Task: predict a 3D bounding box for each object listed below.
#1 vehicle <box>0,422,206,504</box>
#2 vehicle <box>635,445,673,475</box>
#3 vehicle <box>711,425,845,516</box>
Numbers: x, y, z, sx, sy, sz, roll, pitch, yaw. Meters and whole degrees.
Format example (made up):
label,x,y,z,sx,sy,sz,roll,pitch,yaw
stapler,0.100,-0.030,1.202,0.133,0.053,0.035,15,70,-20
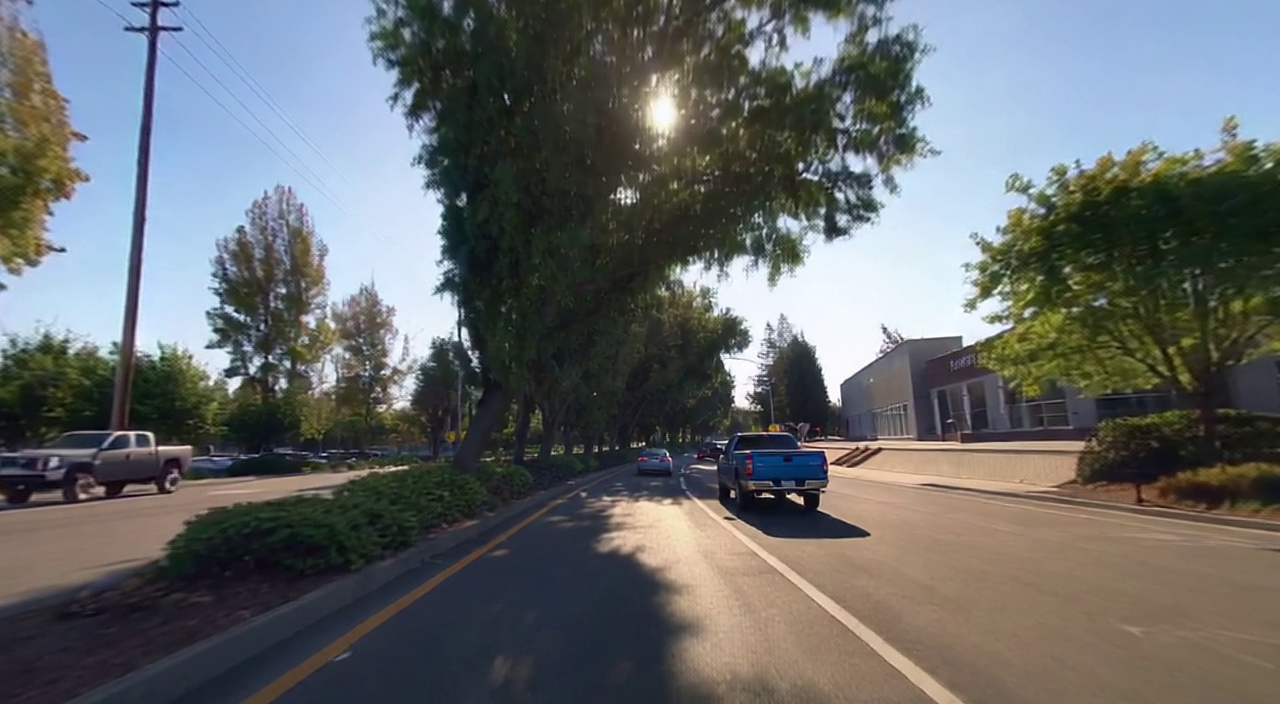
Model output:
label,x,y,z,sx,sy,sz,roll,pitch,yaw
vehicle,-14.376,2.833,16.575,2.154,1.806,5.096,0,-8,1
vehicle,0.800,5.933,34.865,1.968,1.521,4.262,0,-8,2
vehicle,3.311,2.983,16.523,2.367,1.919,5.651,0,-8,1
